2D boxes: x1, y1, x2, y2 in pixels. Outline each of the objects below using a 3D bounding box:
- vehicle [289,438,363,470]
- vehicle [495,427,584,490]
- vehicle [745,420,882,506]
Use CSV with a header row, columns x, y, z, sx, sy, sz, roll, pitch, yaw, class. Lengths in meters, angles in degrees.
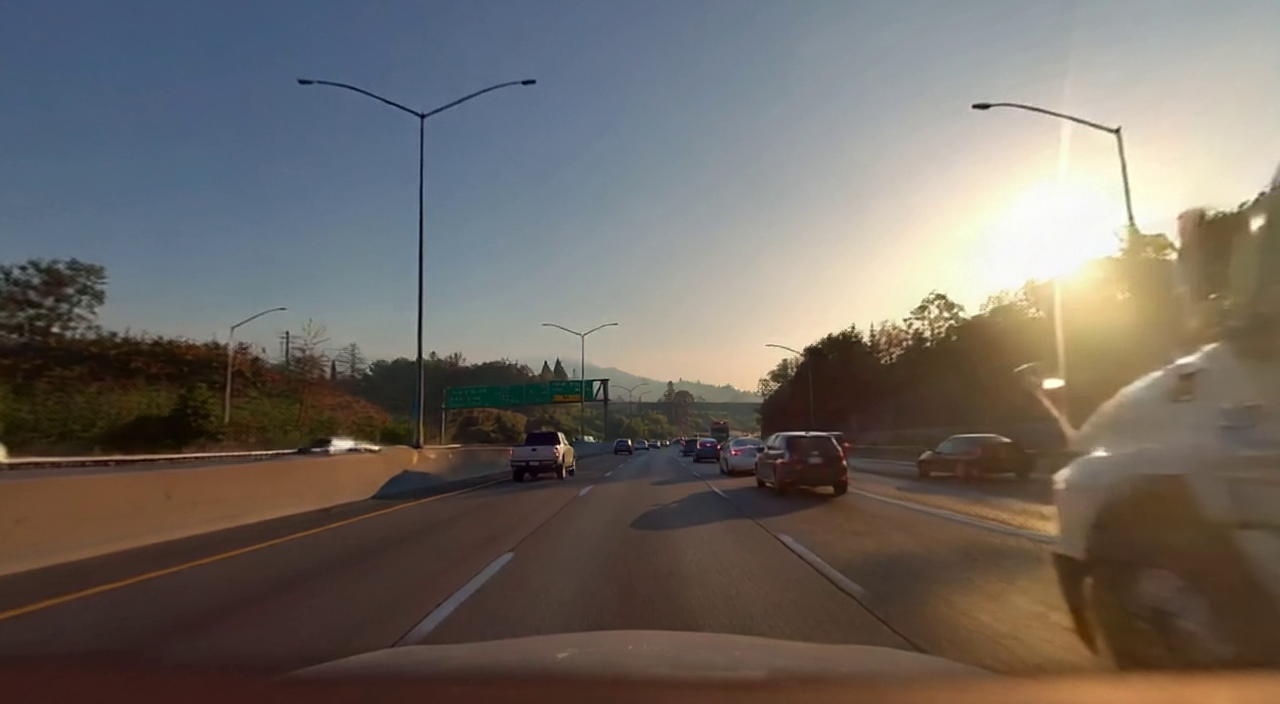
x,y,z,sx,sy,sz,roll,pitch,yaw,class
-18.398,5.979,37.203,1.922,1.713,4.461,-1,-9,2,vehicle
-3.029,3.324,19.952,2.006,1.741,4.277,-1,-9,1,vehicle
3.882,2.589,15.056,1.991,1.715,4.455,-1,-9,0,vehicle
